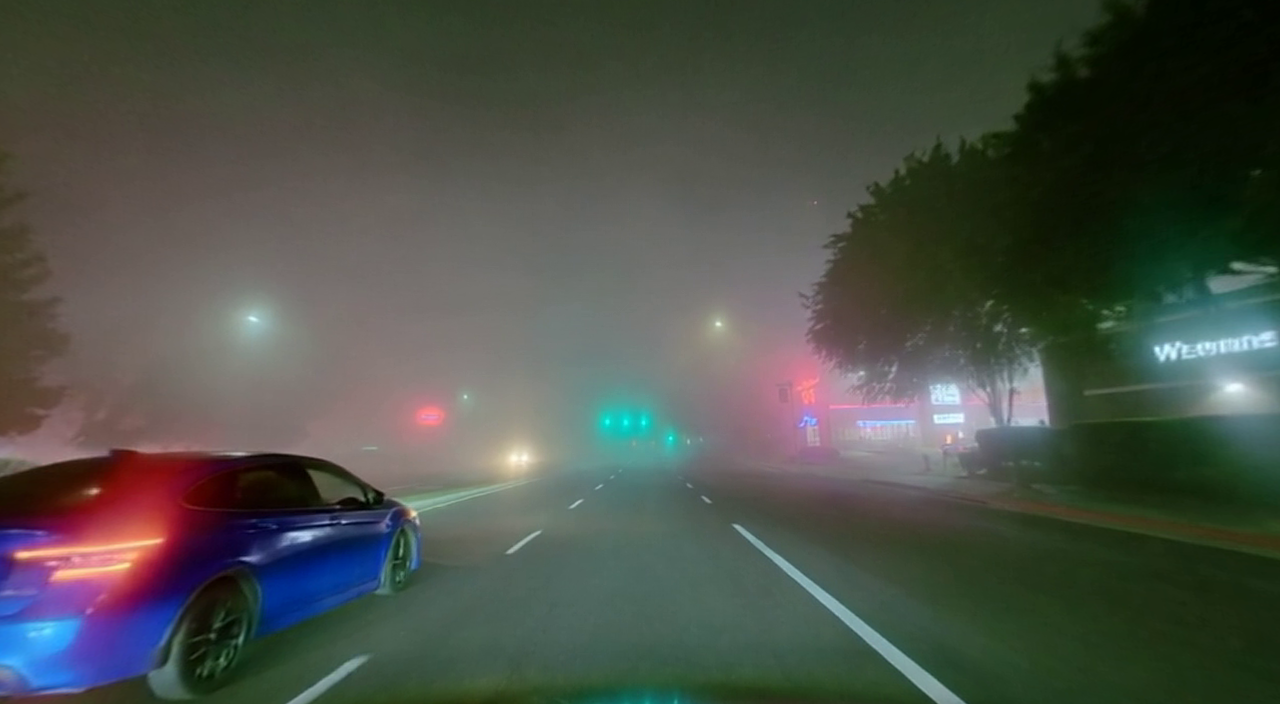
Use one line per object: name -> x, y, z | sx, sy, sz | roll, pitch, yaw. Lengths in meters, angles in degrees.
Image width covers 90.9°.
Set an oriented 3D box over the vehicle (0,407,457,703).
vehicle -> -2.967, 1.229, 4.119 | 2.082, 1.460, 4.636 | 0, -8, 1
